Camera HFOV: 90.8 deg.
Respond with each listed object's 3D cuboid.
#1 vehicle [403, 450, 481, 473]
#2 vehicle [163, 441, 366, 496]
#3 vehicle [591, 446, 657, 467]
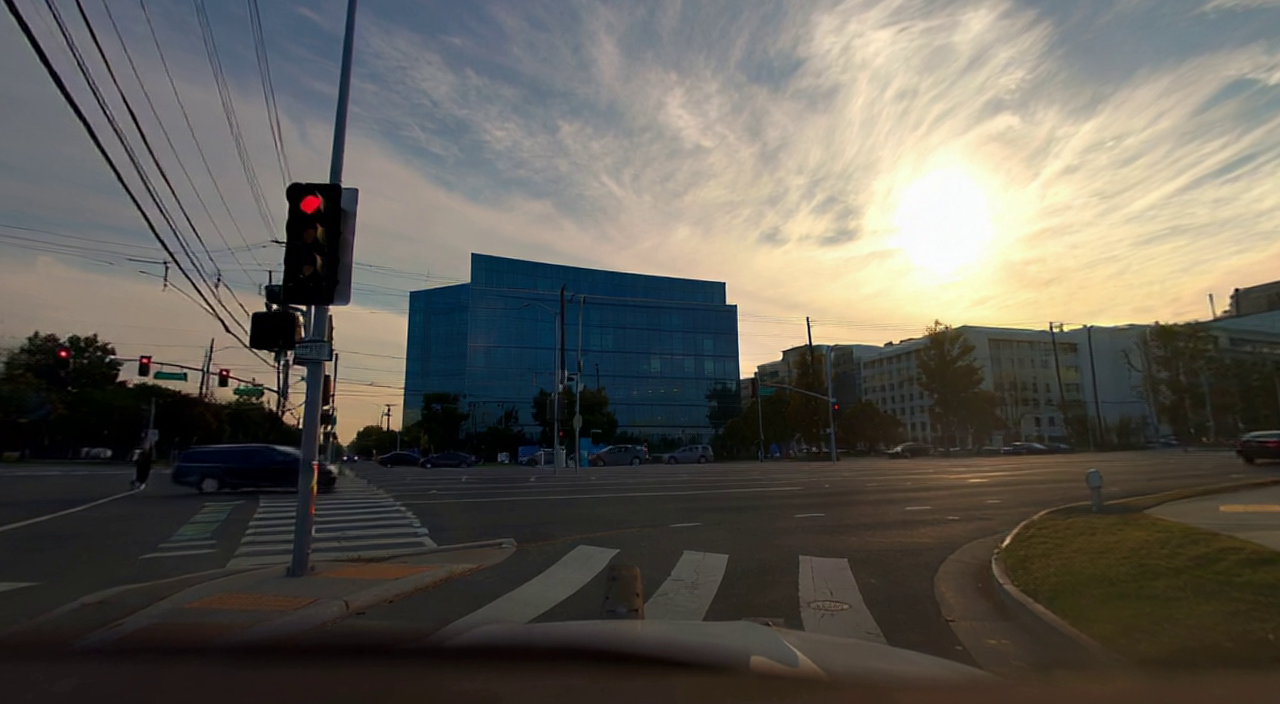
[{"bbox_3d":[-13.556,7.475,43.272,4.837,1.407,1.818,4,-9,-26],"label":"vehicle"},{"bbox_3d":[-10.831,3.359,18.449,4.700,1.479,2.095,-1,-8,7],"label":"vehicle"},{"bbox_3d":[-1.150,7.542,45.810,4.391,1.451,1.717,4,-9,-26],"label":"vehicle"}]
